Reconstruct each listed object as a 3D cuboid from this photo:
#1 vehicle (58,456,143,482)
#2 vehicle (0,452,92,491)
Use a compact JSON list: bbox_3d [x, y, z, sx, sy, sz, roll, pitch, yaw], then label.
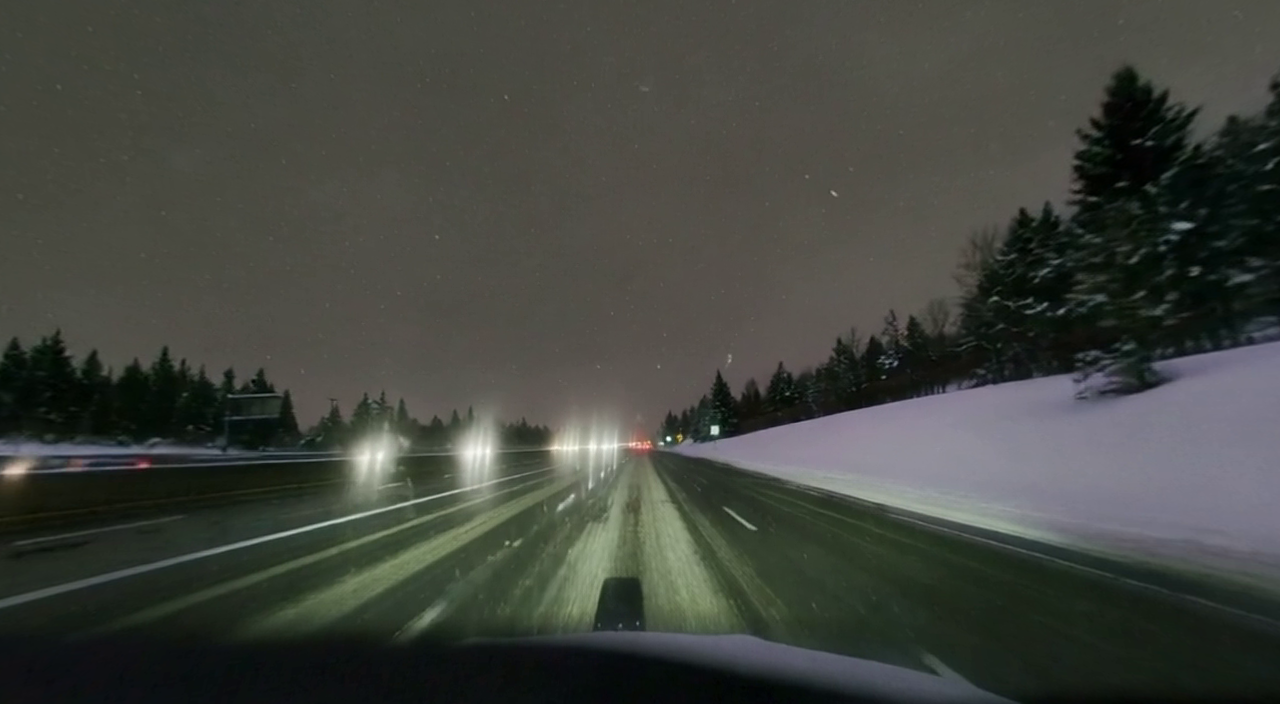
[{"bbox_3d":[-35.852,7.759,42.002,1.862,1.570,4.280,0,-9,0],"label":"vehicle"},{"bbox_3d":[-28.407,5.474,29.215,1.944,1.597,4.354,0,-9,1],"label":"vehicle"}]
